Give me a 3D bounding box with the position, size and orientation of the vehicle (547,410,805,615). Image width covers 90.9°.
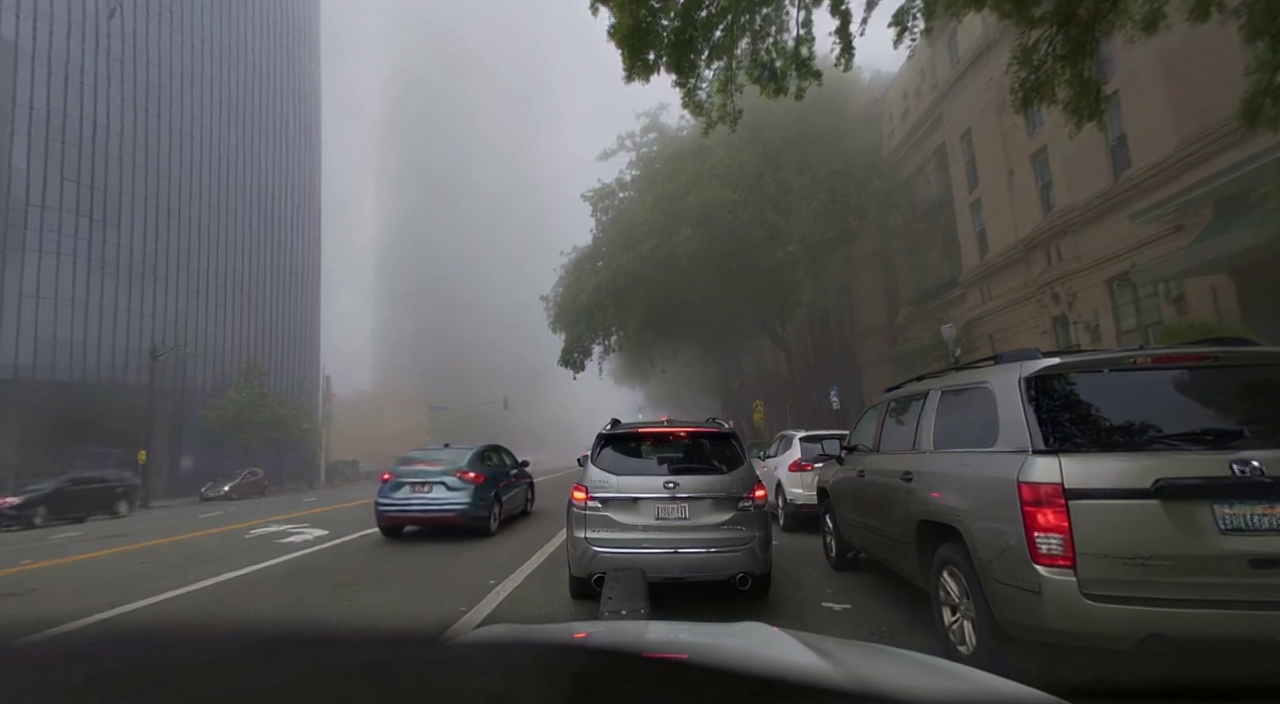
[{"bbox_3d":[0.228,1.543,6.870,2.045,1.608,3.573,0,-9,-2],"label":"vehicle"}]

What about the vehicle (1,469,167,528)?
[{"bbox_3d":[-19.475,5.115,22.402,2.068,1.729,4.135,0,-9,0],"label":"vehicle"}]

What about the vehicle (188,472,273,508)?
[{"bbox_3d":[-22.629,7.592,35.033,1.854,1.419,4.318,-7,-8,0],"label":"vehicle"}]

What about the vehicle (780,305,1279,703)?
[{"bbox_3d":[2.743,1.084,4.912,2.117,1.855,4.794,0,-9,-1],"label":"vehicle"}]

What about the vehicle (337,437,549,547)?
[{"bbox_3d":[-3.030,2.266,10.989,2.088,1.483,4.708,0,-9,1],"label":"vehicle"}]
